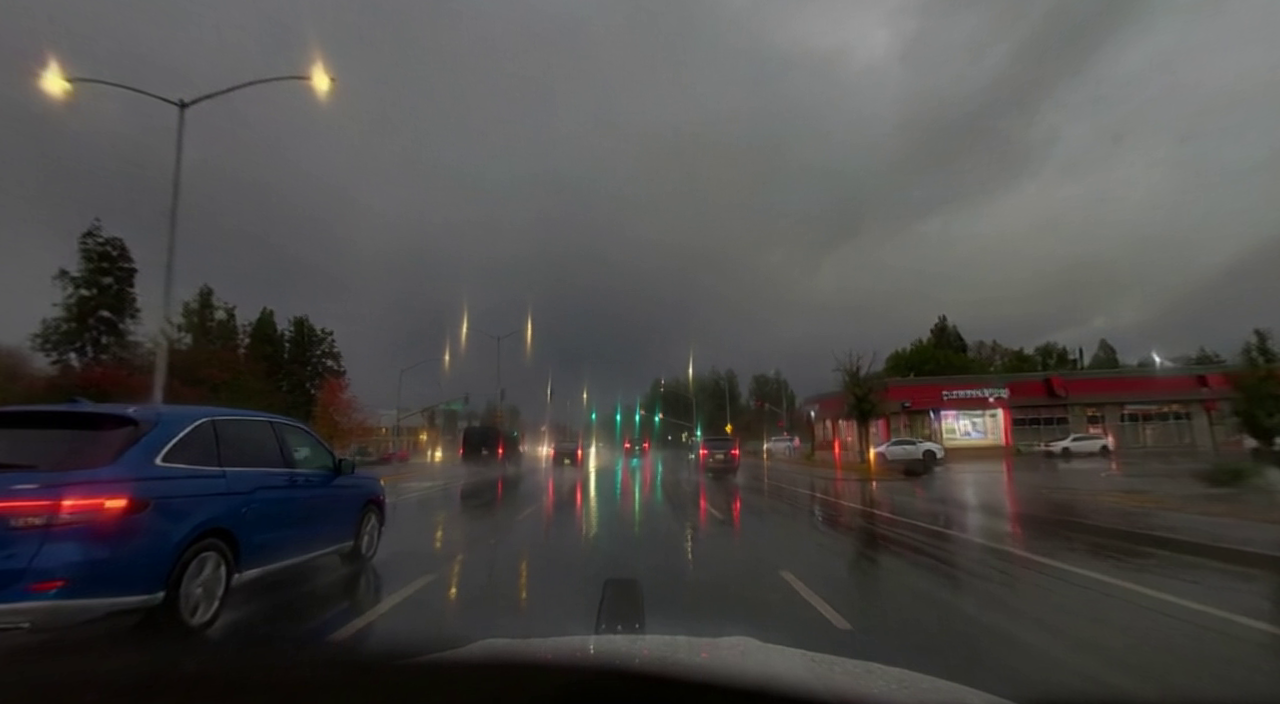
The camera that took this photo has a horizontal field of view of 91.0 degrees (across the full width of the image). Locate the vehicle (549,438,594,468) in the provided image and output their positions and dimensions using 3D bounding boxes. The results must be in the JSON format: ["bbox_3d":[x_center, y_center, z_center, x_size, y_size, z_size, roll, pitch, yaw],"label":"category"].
[{"bbox_3d":[-4.050,6.102,38.087,2.133,1.677,4.727,0,-9,1],"label":"vehicle"}]

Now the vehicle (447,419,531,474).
[{"bbox_3d":[-7.688,4.936,32.961,2.863,2.592,6.410,0,-9,-1],"label":"vehicle"}]

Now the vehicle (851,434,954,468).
[{"bbox_3d":[14.414,5.466,34.779,4.626,1.562,2.159,-2,-9,-2],"label":"vehicle"}]

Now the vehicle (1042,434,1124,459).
[{"bbox_3d":[27.739,5.968,39.645,1.768,1.460,4.677,0,-9,0],"label":"vehicle"}]

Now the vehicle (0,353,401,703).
[{"bbox_3d":[-3.846,1.191,5.235,2.038,1.748,4.303,0,-9,-1],"label":"vehicle"}]

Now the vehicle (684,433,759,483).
[{"bbox_3d":[3.121,4.193,25.146,2.167,1.792,4.835,0,-9,-2],"label":"vehicle"}]
